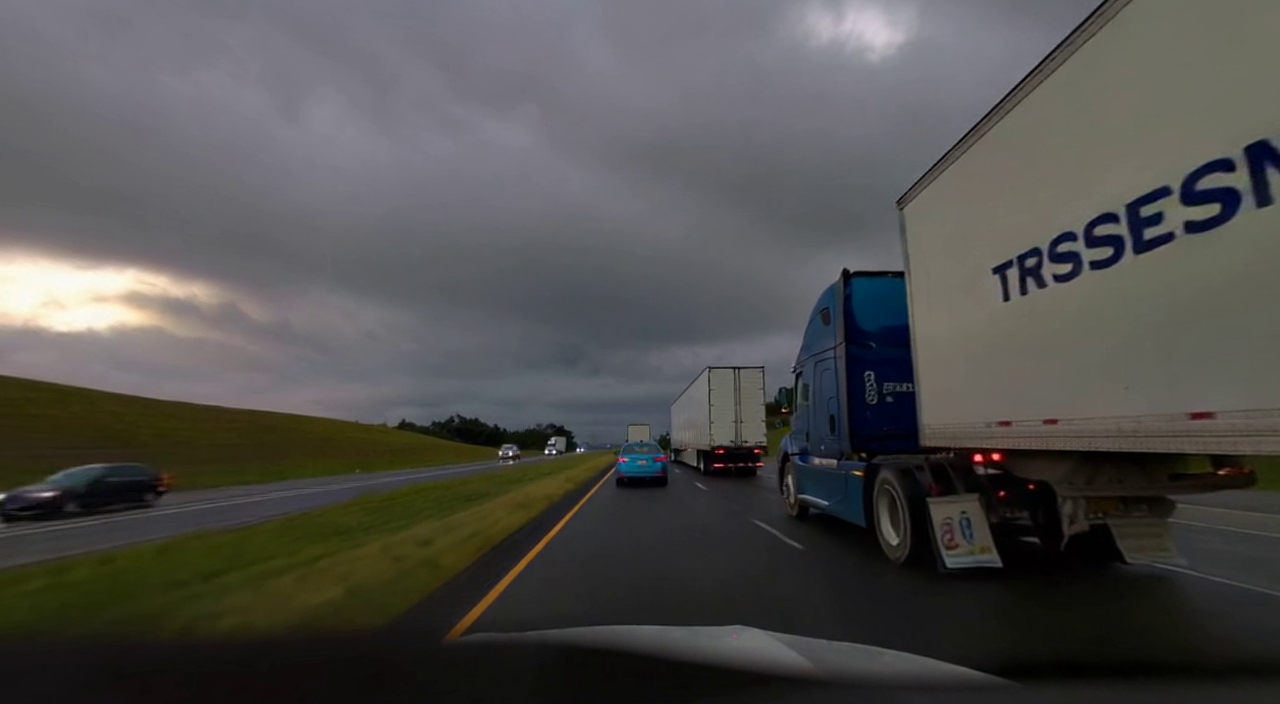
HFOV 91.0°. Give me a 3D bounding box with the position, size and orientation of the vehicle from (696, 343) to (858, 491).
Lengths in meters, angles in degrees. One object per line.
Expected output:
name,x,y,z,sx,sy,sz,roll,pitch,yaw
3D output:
vehicle,4.327,2.509,22.916,3.235,4.197,9.908,0,-8,-2

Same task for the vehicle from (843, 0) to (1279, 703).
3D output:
vehicle,4.366,-0.823,0.294,3.410,4.438,14.410,0,-8,-1

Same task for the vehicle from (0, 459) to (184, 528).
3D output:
vehicle,-15.132,3.762,17.233,2.081,1.476,4.233,-1,-8,0

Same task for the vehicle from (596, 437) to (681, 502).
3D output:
vehicle,-0.074,3.091,17.001,2.045,1.507,3.763,0,-8,-1
